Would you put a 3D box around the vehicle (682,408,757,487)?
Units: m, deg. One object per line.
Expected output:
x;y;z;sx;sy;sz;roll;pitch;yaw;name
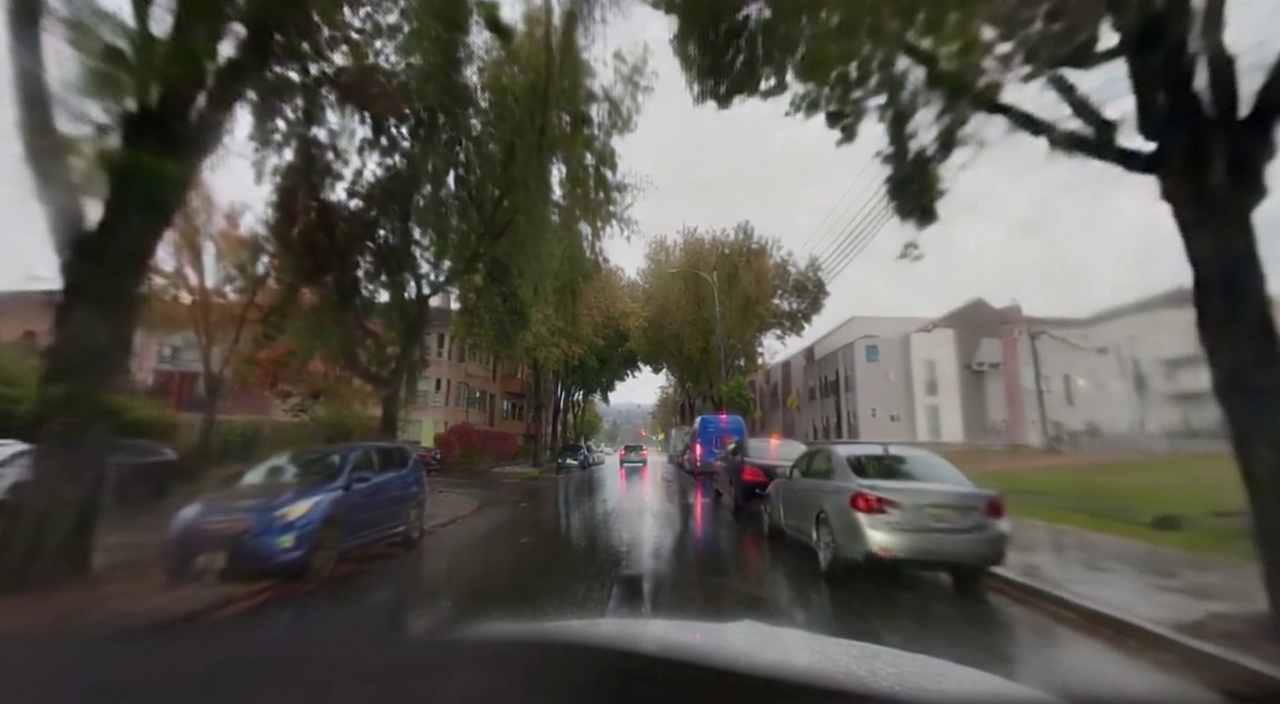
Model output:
3.101;3.892;25.921;2.245;2.843;5.762;0;-8;-1;vehicle

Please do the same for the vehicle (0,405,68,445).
-39.454;4.822;40.945;2.275;2.455;5.093;5;-10;-32;vehicle

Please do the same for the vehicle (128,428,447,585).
-4.674;2.019;9.418;2.090;1.497;4.639;1;-4;0;vehicle

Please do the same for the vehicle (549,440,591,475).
-4.096;6.208;37.234;1.951;1.662;4.046;0;-4;1;vehicle

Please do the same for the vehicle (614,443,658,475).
-0.216;5.421;32.100;2.095;1.510;3.605;0;-8;0;vehicle

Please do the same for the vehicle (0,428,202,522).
-11.102;2.274;12.164;1.795;1.513;4.442;-1;-8;5;vehicle

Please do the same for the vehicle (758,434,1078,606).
2.803;1.744;7.514;1.906;1.471;3.941;0;-8;-2;vehicle
